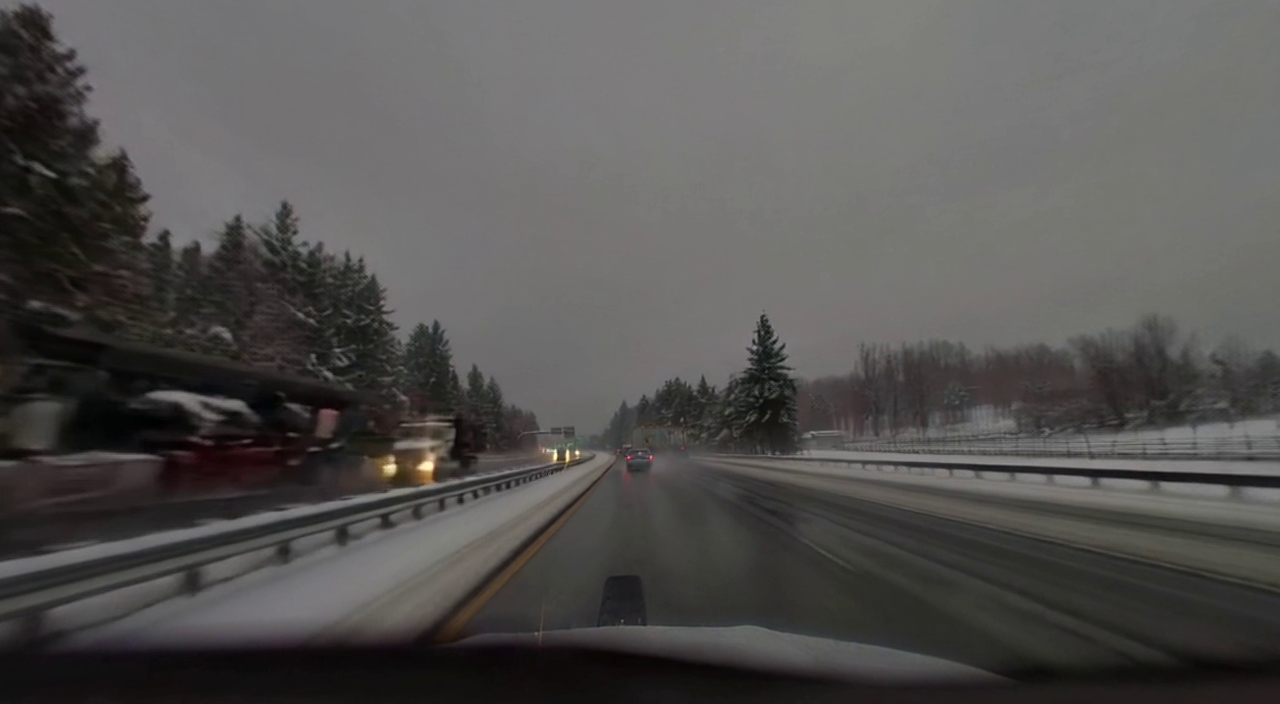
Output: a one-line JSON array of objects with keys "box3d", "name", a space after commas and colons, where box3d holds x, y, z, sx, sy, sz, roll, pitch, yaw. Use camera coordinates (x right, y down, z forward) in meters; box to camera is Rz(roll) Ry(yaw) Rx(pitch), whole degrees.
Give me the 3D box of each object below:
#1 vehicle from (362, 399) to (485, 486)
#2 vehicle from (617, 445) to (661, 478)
[{"box3d": [-8.235, 3.619, 25.047, 2.286, 2.908, 7.241, 0, -9, 0], "name": "vehicle"}, {"box3d": [-0.081, 5.457, 31.589, 2.069, 1.523, 4.012, 0, -9, -1], "name": "vehicle"}]
